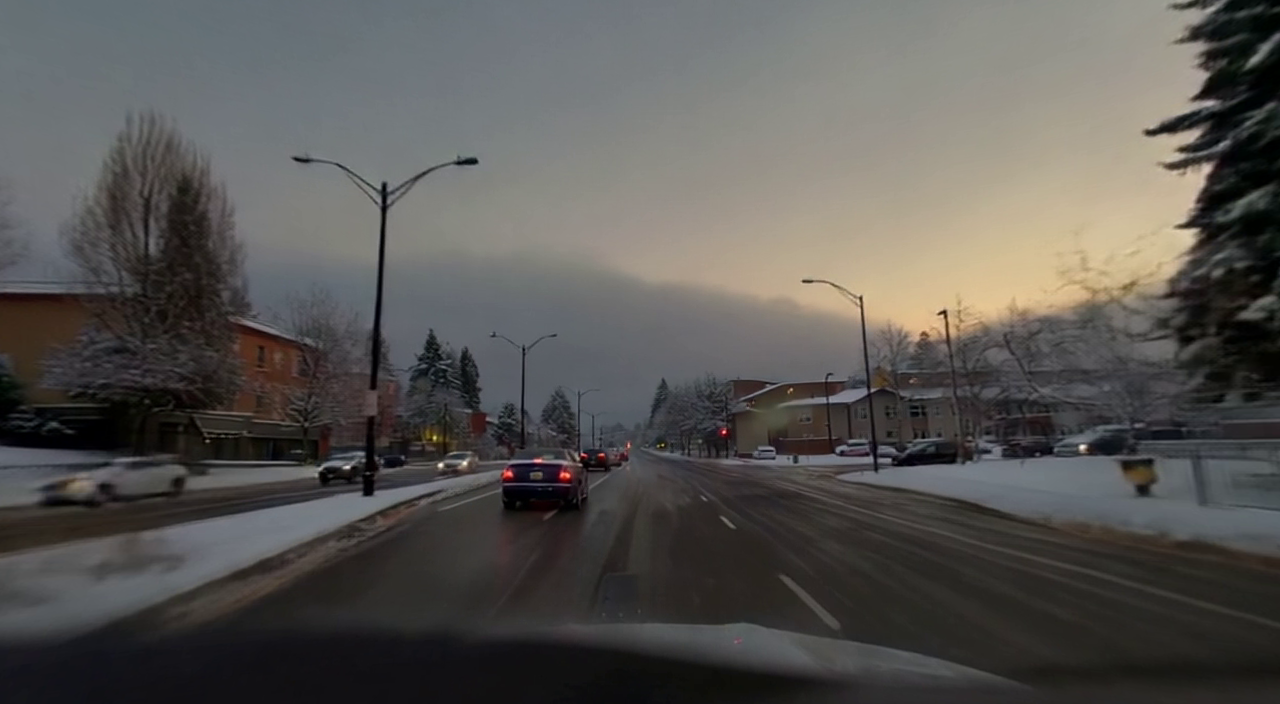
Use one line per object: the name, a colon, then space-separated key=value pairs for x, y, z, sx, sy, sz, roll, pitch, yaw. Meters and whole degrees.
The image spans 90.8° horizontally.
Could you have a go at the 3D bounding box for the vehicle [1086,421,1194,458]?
vehicle: x=33.402 y=5.893 z=42.329 sx=5.156 sy=2.086 sz=2.144 roll=-3 pitch=-11 yaw=1

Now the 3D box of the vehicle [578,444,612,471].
vehicle: x=-3.310 y=7.899 z=47.387 sx=2.220 sy=1.888 sz=4.904 roll=0 pitch=-9 yaw=0

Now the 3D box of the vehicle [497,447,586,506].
vehicle: x=-2.663 y=3.484 z=18.116 sx=2.144 sy=1.447 sz=4.421 roll=0 pitch=-9 yaw=-4

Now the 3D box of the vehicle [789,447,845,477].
vehicle: x=10.476 y=6.529 z=37.757 sx=1.975 sy=1.677 sz=4.400 roll=0 pitch=-9 yaw=-1

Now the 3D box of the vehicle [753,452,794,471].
vehicle: x=10.371 y=8.567 z=49.572 sx=2.045 sy=1.418 sz=4.869 roll=0 pitch=-9 yaw=-1

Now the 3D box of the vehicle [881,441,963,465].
vehicle: x=18.549 y=6.655 z=41.743 sx=4.416 sy=1.519 sz=1.988 roll=-1 pitch=-9 yaw=2

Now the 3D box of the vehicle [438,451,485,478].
vehicle: x=-11.056 y=6.969 z=39.315 sx=1.867 sy=1.524 sz=3.654 roll=0 pitch=-9 yaw=0

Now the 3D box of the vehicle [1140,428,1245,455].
vehicle: x=34.035 y=5.540 z=39.006 sx=4.531 sy=1.596 sz=1.929 roll=-1 pitch=-9 yaw=2

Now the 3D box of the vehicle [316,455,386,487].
vehicle: x=-14.436 y=5.951 z=31.800 sx=1.808 sy=1.444 sz=3.609 roll=0 pitch=-9 yaw=-1

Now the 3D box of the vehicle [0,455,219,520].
vehicle: x=-14.301 y=3.615 z=17.419 sx=2.149 sy=1.468 sz=4.707 roll=0 pitch=-9 yaw=-1
